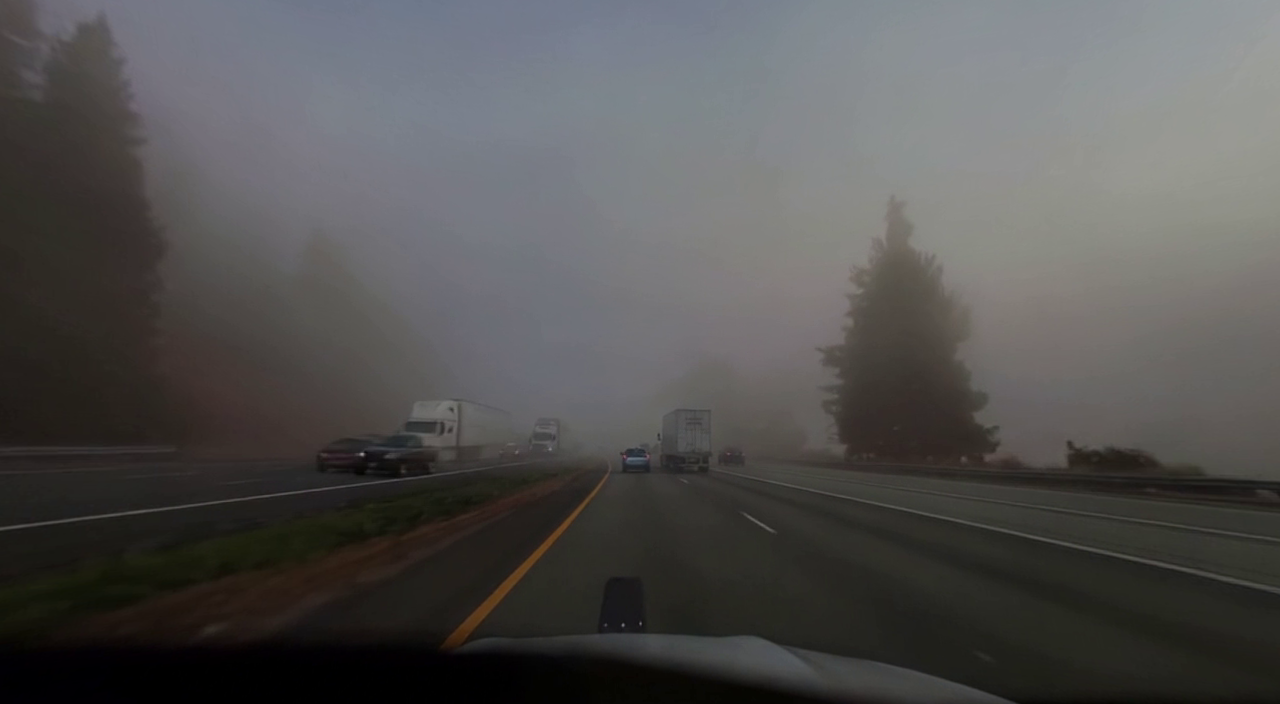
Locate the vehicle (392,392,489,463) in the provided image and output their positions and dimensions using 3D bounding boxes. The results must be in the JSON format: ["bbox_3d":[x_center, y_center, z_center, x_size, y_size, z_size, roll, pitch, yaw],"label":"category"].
[{"bbox_3d":[-12.211,4.949,39.853,2.937,3.843,10.296,0,-9,-1],"label":"vehicle"}]

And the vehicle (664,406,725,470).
[{"bbox_3d":[3.657,6.424,46.130,2.931,4.009,12.800,0,-9,-2],"label":"vehicle"}]

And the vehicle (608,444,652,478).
[{"bbox_3d":[-0.513,5.485,31.901,2.111,1.599,3.859,0,-9,-1],"label":"vehicle"}]

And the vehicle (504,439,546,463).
[{"bbox_3d":[-7.858,6.822,43.411,1.993,1.486,5.318,0,-9,-1],"label":"vehicle"}]

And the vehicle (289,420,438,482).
[{"bbox_3d":[-7.459,2.780,17.702,1.958,1.489,4.997,0,-9,-1],"label":"vehicle"}]
